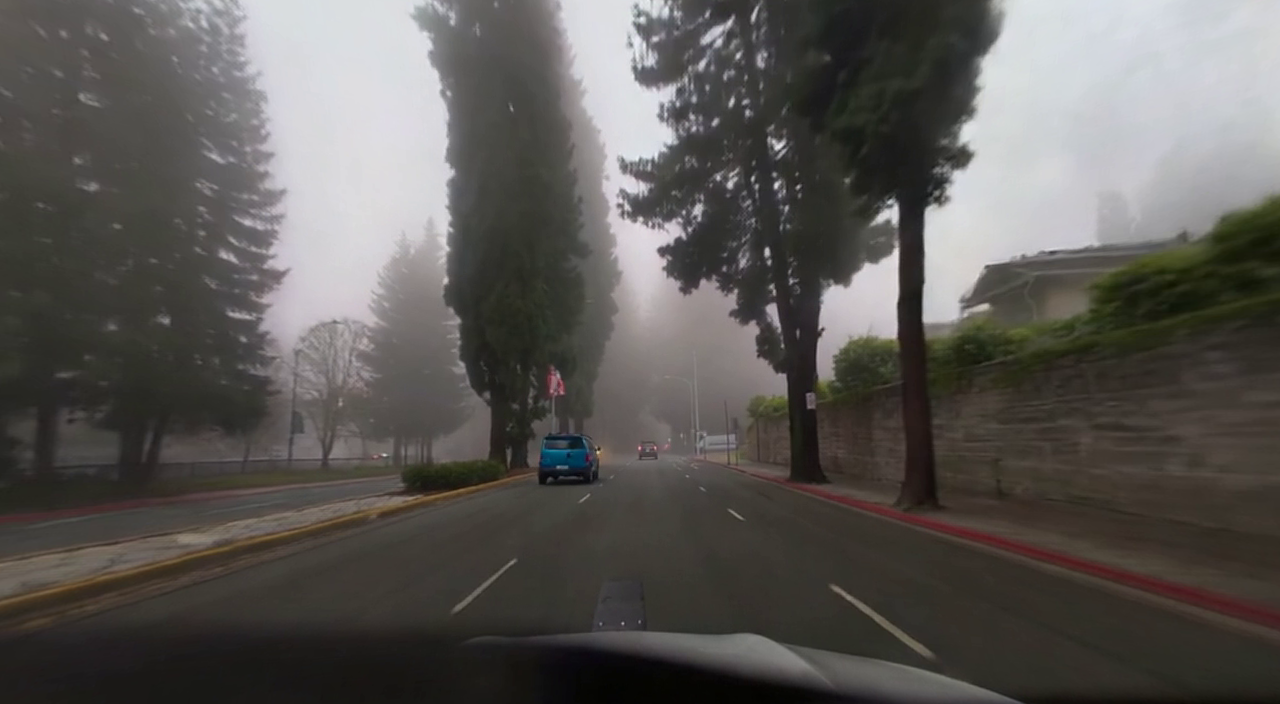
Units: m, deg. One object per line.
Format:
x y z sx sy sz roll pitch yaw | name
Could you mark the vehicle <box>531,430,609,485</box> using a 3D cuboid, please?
-2.494 3.956 23.805 2.281 1.837 4.845 0 -8 2 | vehicle
